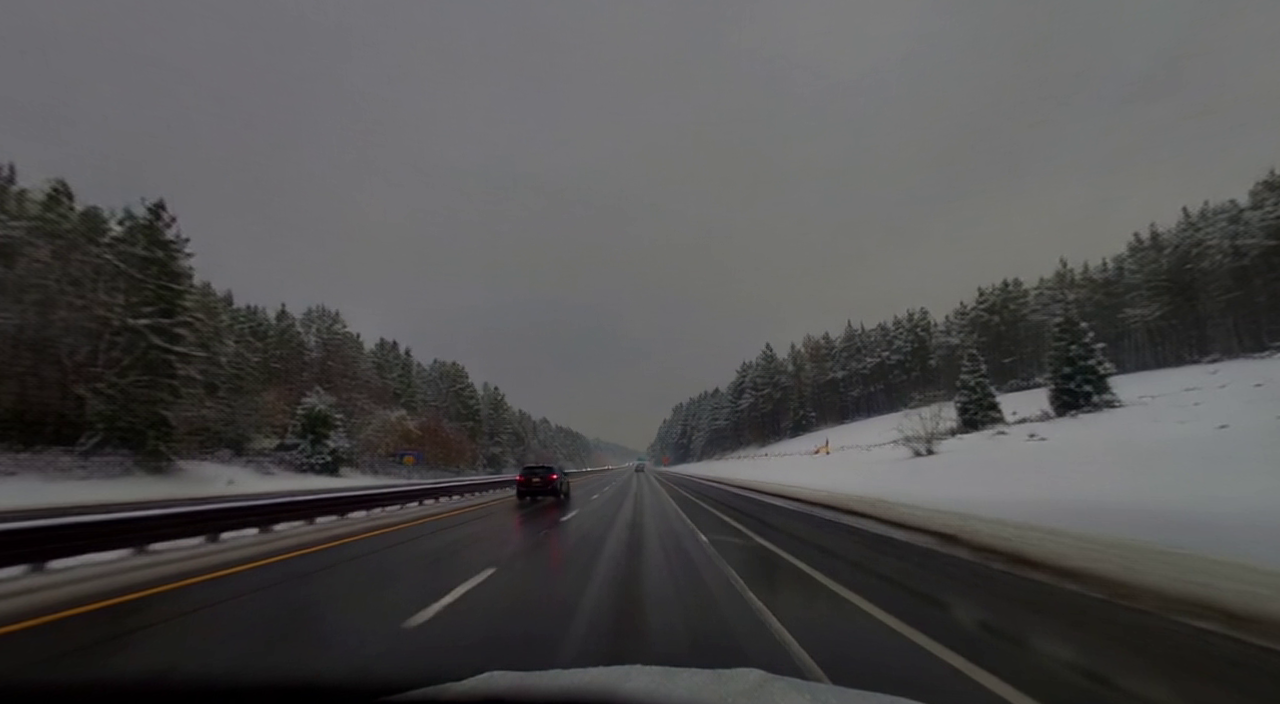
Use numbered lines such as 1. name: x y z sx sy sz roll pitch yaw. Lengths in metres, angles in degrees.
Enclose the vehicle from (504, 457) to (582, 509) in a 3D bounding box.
1. vehicle: -3.184 4.432 21.517 1.900 1.550 4.146 1 -10 1
